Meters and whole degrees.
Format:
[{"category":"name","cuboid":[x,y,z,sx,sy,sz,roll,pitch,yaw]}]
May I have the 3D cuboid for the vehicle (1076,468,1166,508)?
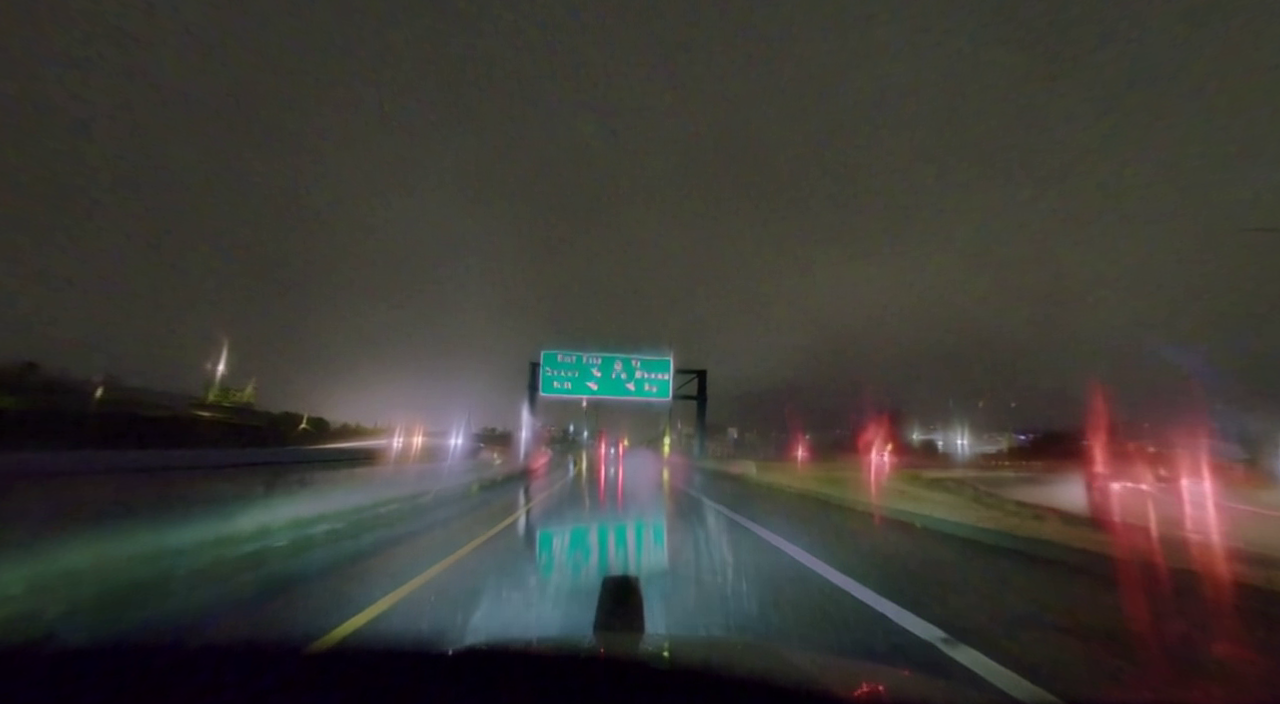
[{"category":"vehicle","cuboid":[20.191,5.670,26.569,2.129,1.444,3.649,-4,-10,24]}]
